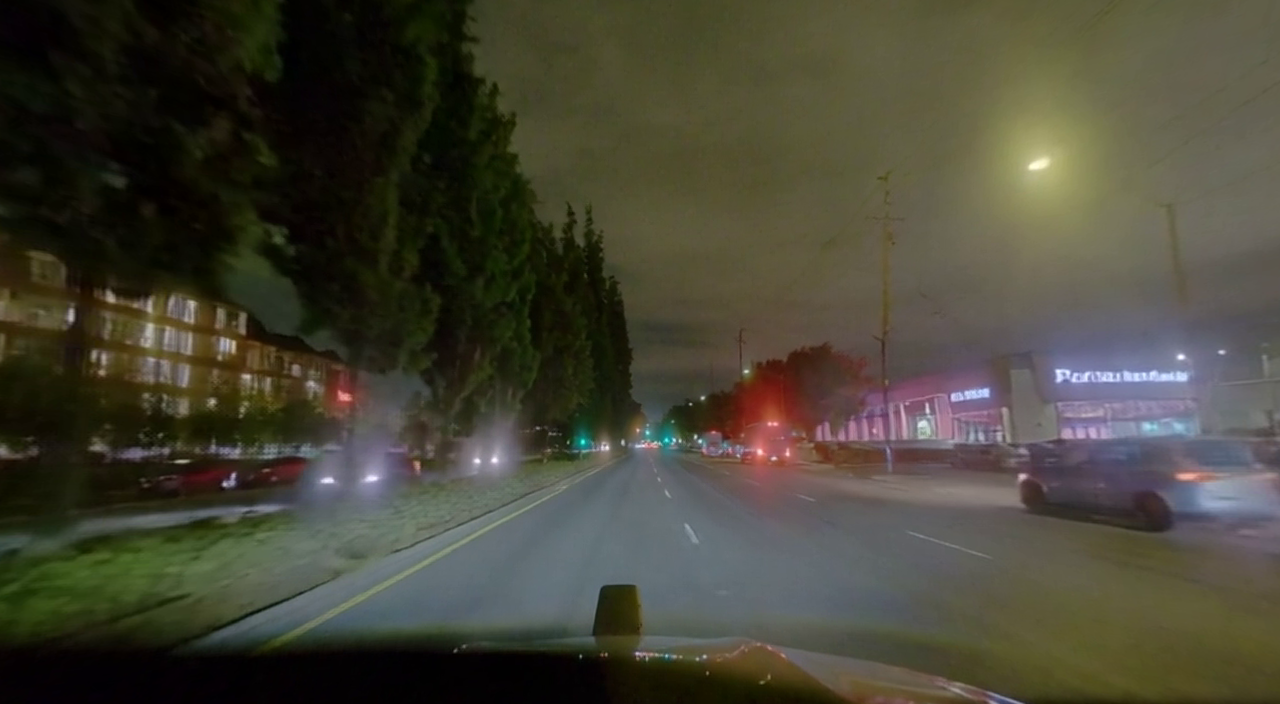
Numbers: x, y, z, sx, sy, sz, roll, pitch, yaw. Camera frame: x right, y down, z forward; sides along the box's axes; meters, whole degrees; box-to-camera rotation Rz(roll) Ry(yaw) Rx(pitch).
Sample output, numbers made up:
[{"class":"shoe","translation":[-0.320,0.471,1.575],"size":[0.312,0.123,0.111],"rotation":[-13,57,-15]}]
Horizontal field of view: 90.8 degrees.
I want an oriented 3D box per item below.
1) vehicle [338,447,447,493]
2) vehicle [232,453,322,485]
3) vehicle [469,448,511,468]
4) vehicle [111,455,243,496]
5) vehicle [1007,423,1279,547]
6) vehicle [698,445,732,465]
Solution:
[{"class":"vehicle","translation":[-8.595,4.117,22.456],"size":[1.926,1.447,4.547],"rotation":[-1,-9,2]},{"class":"vehicle","translation":[-18.937,6.086,33.241],"size":[1.787,1.482,4.645],"rotation":[-1,-9,4]},{"class":"vehicle","translation":[-10.989,7.780,46.567],"size":[1.973,1.442,4.241],"rotation":[0,-9,1]},{"class":"vehicle","translation":[-19.141,5.102,26.441],"size":[1.890,1.468,4.727],"rotation":[0,-9,1]},{"class":"vehicle","translation":[9.503,2.405,11.918],"size":[2.303,1.761,4.689],"rotation":[5,-9,-2]},{"class":"vehicle","translation":[5.717,7.897,48.516],"size":[1.972,1.417,4.239],"rotation":[0,-9,-1]}]
